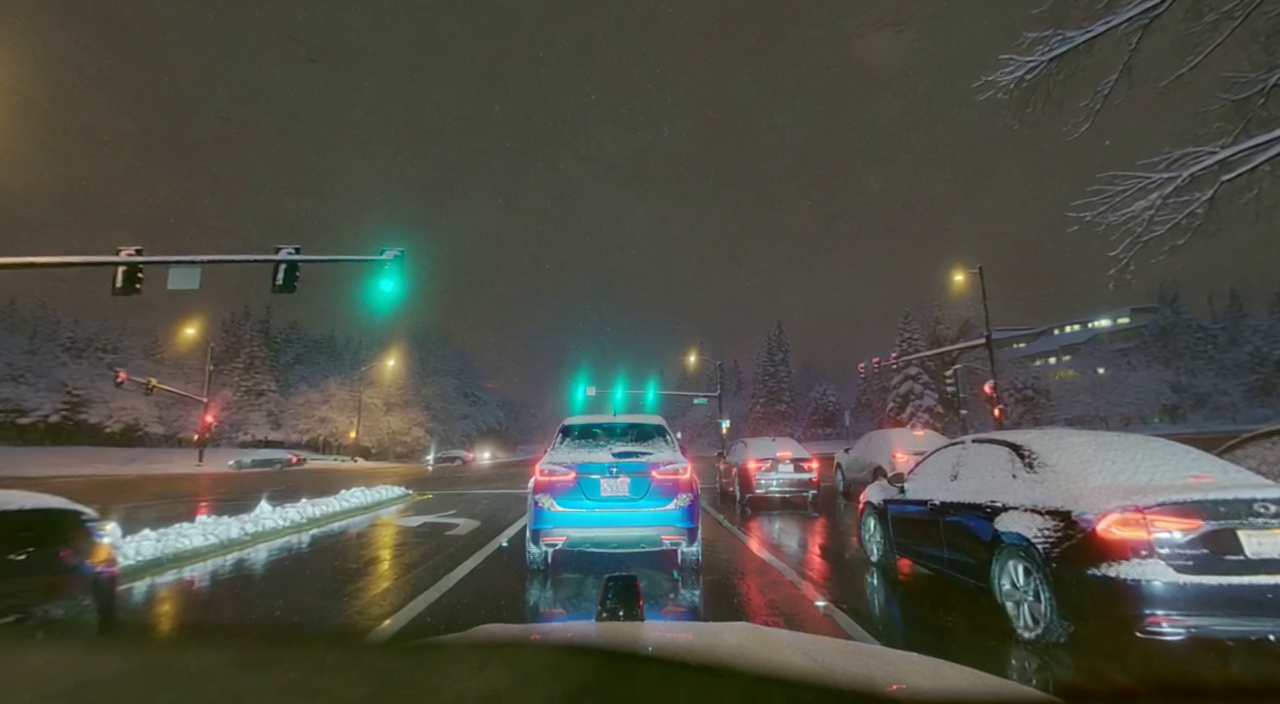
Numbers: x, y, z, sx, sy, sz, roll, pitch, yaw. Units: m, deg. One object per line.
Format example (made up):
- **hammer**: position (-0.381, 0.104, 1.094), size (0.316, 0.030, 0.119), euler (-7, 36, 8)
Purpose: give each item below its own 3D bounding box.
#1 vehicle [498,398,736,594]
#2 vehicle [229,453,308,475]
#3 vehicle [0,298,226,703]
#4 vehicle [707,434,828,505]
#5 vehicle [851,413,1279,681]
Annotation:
- **vehicle**: position (-0.264, 1.559, 7.619), size (2.101, 1.707, 3.904), euler (0, -8, -2)
- **vehicle**: position (-25.241, 7.583, 42.985), size (4.468, 1.430, 1.770), euler (-2, -9, 10)
- **vehicle**: position (-3.259, 0.516, 0.712), size (2.186, 1.794, 4.972), euler (0, -8, 0)
- **vehicle**: position (2.982, 2.856, 15.773), size (1.950, 1.506, 4.086), euler (0, -8, -3)
- **vehicle**: position (3.619, 1.395, 5.694), size (1.861, 1.478, 4.185), euler (0, -8, -2)
